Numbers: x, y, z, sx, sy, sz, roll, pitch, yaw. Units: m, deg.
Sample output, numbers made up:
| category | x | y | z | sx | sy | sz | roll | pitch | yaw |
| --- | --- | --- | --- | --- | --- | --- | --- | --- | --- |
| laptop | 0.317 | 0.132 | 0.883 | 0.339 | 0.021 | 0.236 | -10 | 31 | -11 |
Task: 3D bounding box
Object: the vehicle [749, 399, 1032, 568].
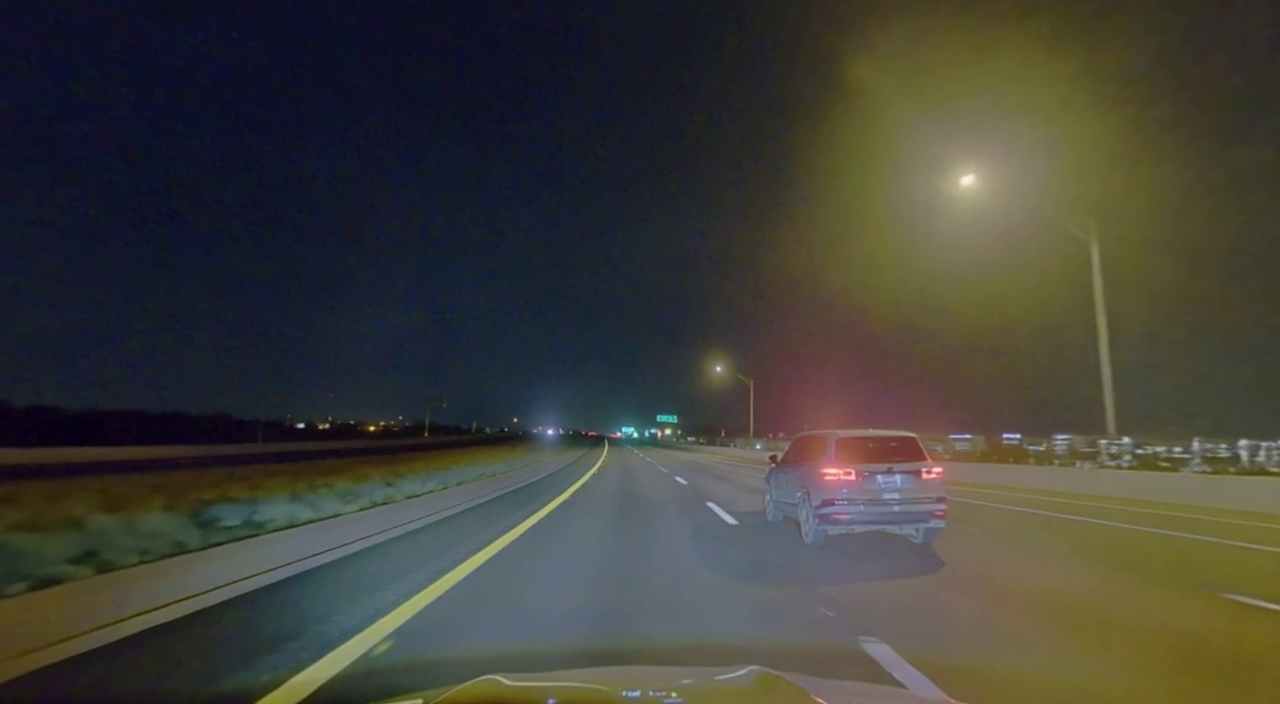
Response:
| category | x | y | z | sx | sy | sz | roll | pitch | yaw |
| --- | --- | --- | --- | --- | --- | --- | --- | --- | --- |
| vehicle | 2.954 | 1.660 | 8.653 | 2.059 | 1.715 | 4.192 | 0 | -8 | -1 |
